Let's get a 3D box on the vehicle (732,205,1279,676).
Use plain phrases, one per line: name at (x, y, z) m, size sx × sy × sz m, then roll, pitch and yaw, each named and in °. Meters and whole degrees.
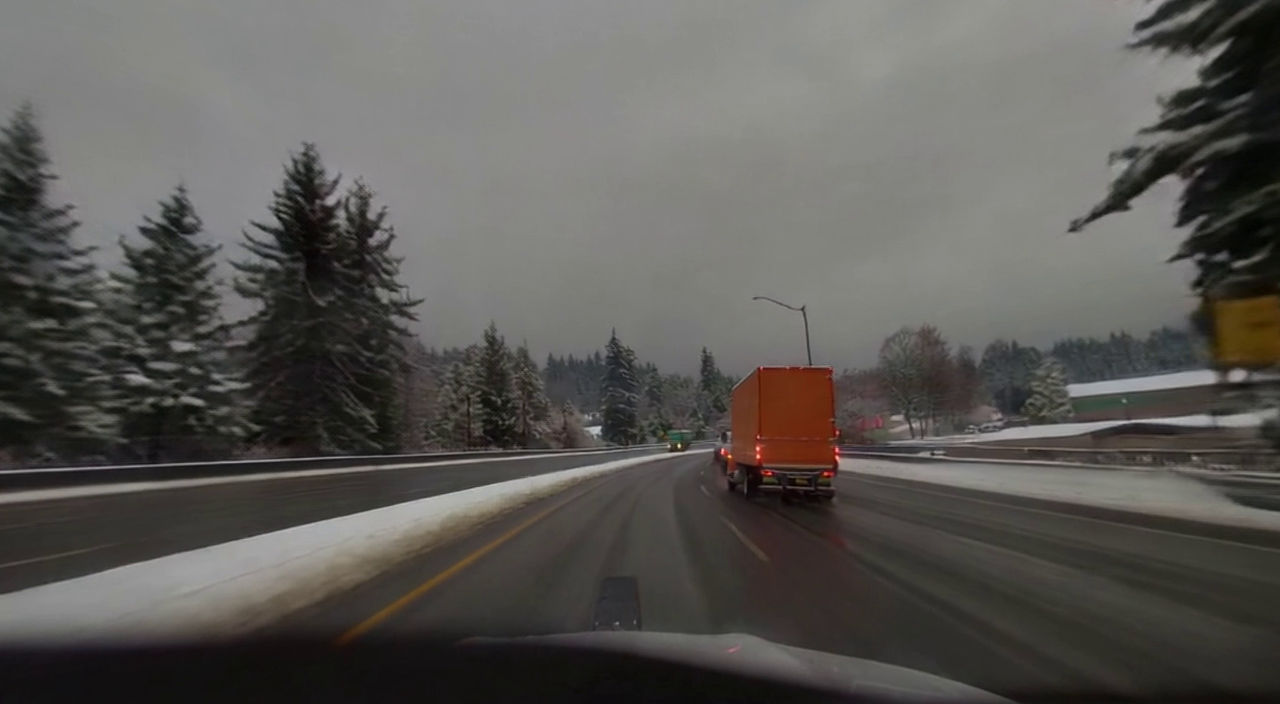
vehicle at (4.107, 1.692, 11.952) m, size 2.916 × 3.563 × 14.462 m, roll -1°, pitch -9°, yaw 2°
